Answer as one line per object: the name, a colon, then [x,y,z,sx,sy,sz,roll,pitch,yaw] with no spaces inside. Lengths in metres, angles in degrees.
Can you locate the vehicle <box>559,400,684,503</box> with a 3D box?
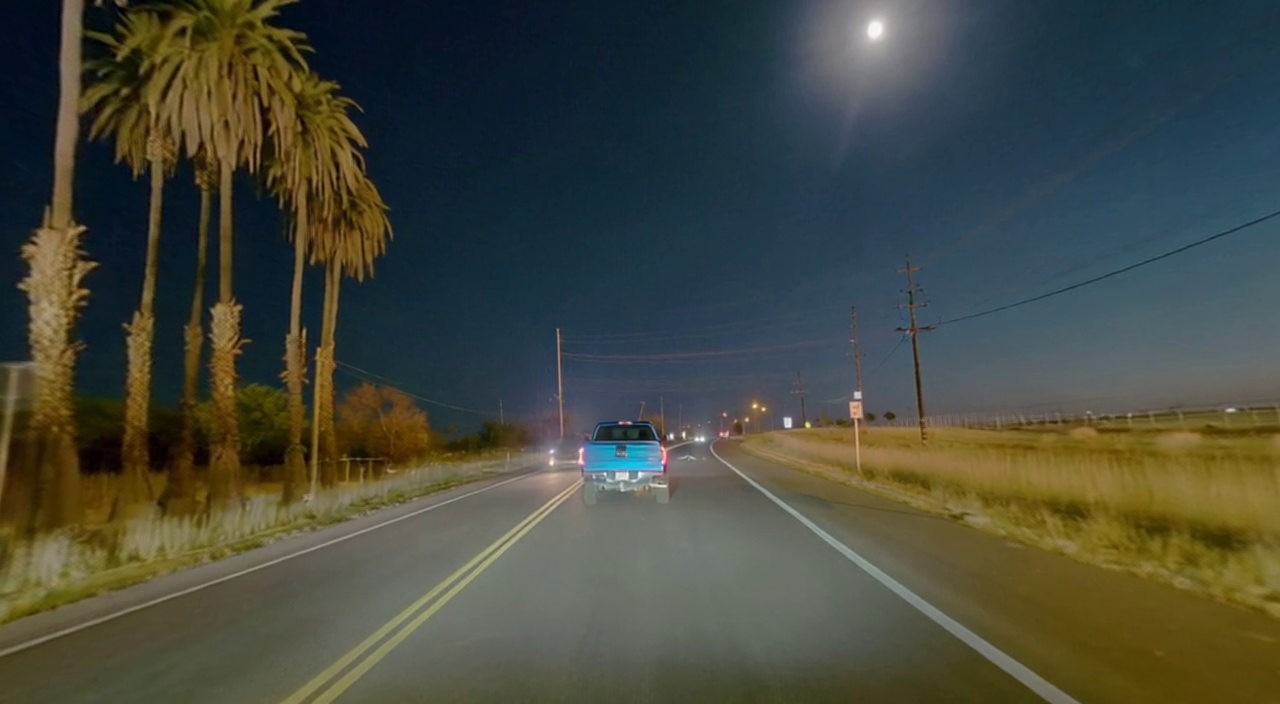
vehicle: [-0.451,2.599,16.729,2.693,2.223,5.885,0,-8,-1]
